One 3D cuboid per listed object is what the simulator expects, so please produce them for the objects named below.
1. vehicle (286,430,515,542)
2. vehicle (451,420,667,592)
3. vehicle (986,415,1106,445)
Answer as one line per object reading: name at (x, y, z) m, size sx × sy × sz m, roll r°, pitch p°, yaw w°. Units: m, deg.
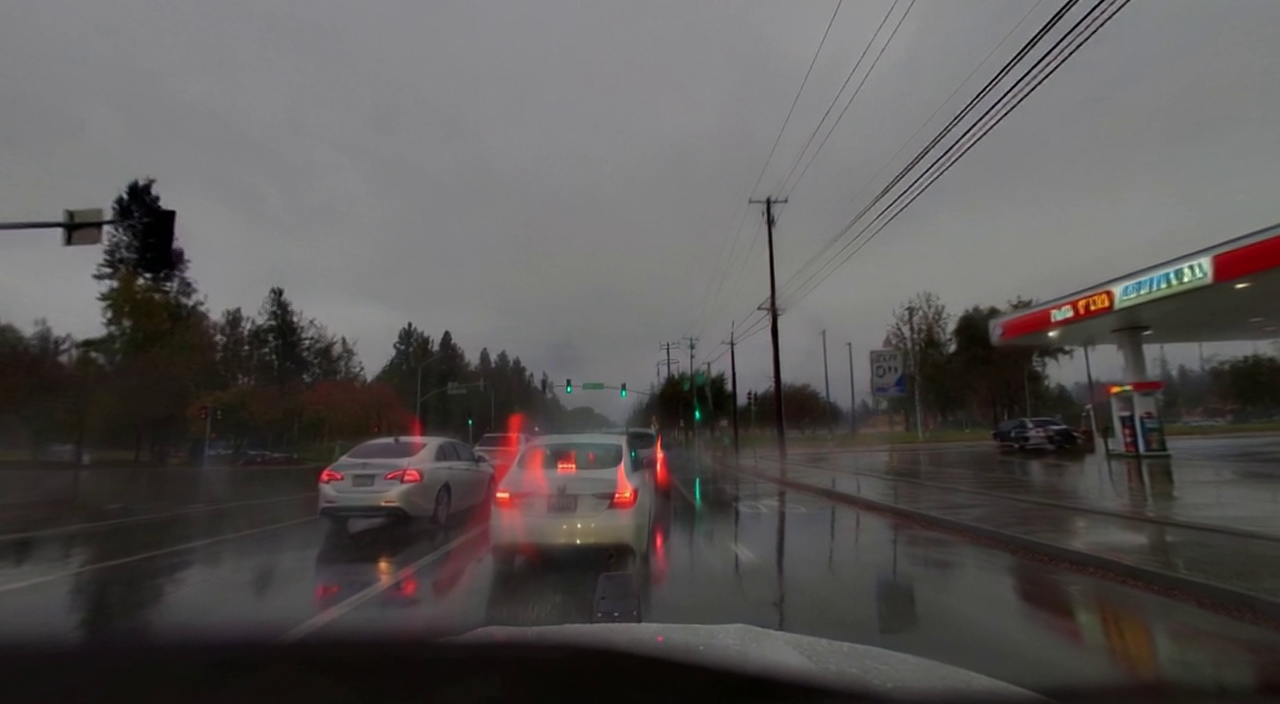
vehicle at (-3.742, 2.179, 11.051) m, size 1.995 × 1.506 × 4.773 m, roll 0°, pitch -8°, yaw 2°
vehicle at (-0.645, 1.695, 7.890) m, size 1.916 × 1.510 × 4.447 m, roll 0°, pitch -8°, yaw 2°
vehicle at (21.224, 4.134, 33.210) m, size 4.874 × 1.502 × 2.048 m, roll 0°, pitch -8°, yaw 0°
